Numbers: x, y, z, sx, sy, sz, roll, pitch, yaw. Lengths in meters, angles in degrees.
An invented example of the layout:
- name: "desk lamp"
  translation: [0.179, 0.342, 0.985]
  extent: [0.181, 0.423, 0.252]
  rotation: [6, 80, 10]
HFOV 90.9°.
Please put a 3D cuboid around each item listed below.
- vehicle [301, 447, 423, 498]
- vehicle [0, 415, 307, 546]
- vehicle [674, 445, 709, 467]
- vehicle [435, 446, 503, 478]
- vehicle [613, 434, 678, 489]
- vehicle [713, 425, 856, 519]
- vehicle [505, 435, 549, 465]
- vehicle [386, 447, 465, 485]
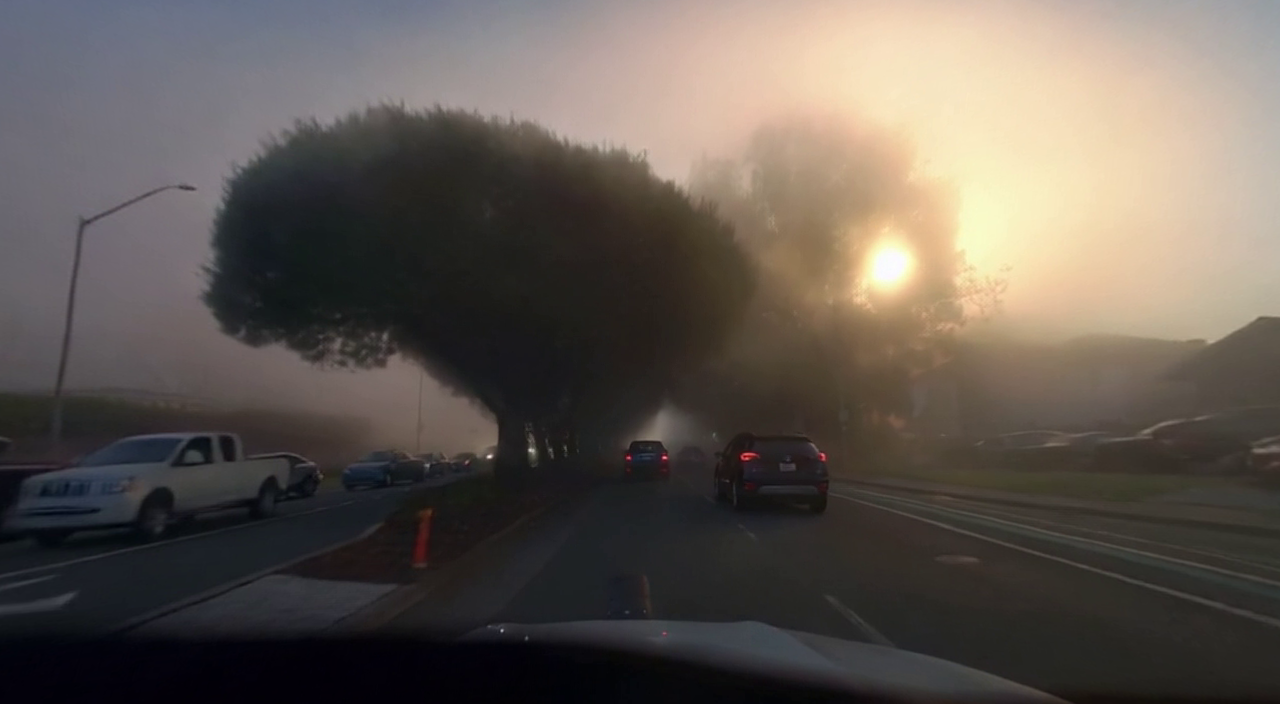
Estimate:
- name: "vehicle"
  translation: [-8.885, 3.855, 20.627]
  extent: [1.923, 1.433, 4.450]
  rotation: [0, -8, 1]
- name: "vehicle"
  translation: [-8.794, 2.296, 11.984]
  extent: [2.182, 1.939, 4.889]
  rotation: [0, -8, 0]
- name: "vehicle"
  translation: [3.602, 7.359, 44.841]
  extent: [2.096, 1.489, 4.757]
  rotation: [0, -8, 0]
- name: "vehicle"
  translation: [-8.709, 5.609, 32.603]
  extent: [2.140, 1.510, 5.005]
  rotation: [0, -8, 0]
- name: "vehicle"
  translation: [0.181, 3.983, 23.255]
  extent: [2.185, 1.822, 4.391]
  rotation: [0, -8, 0]
- name: "vehicle"
  translation: [3.063, 2.651, 14.474]
  extent: [2.166, 1.799, 4.372]
  rotation: [0, -8, -1]
- name: "vehicle"
  translation: [-8.660, 7.591, 48.987]
  extent: [2.037, 2.113, 7.185]
  rotation: [0, -8, 1]
- name: "vehicle"
  translation: [-8.742, 4.672, 26.097]
  extent: [1.786, 1.422, 4.021]
  rotation: [0, -8, 1]
